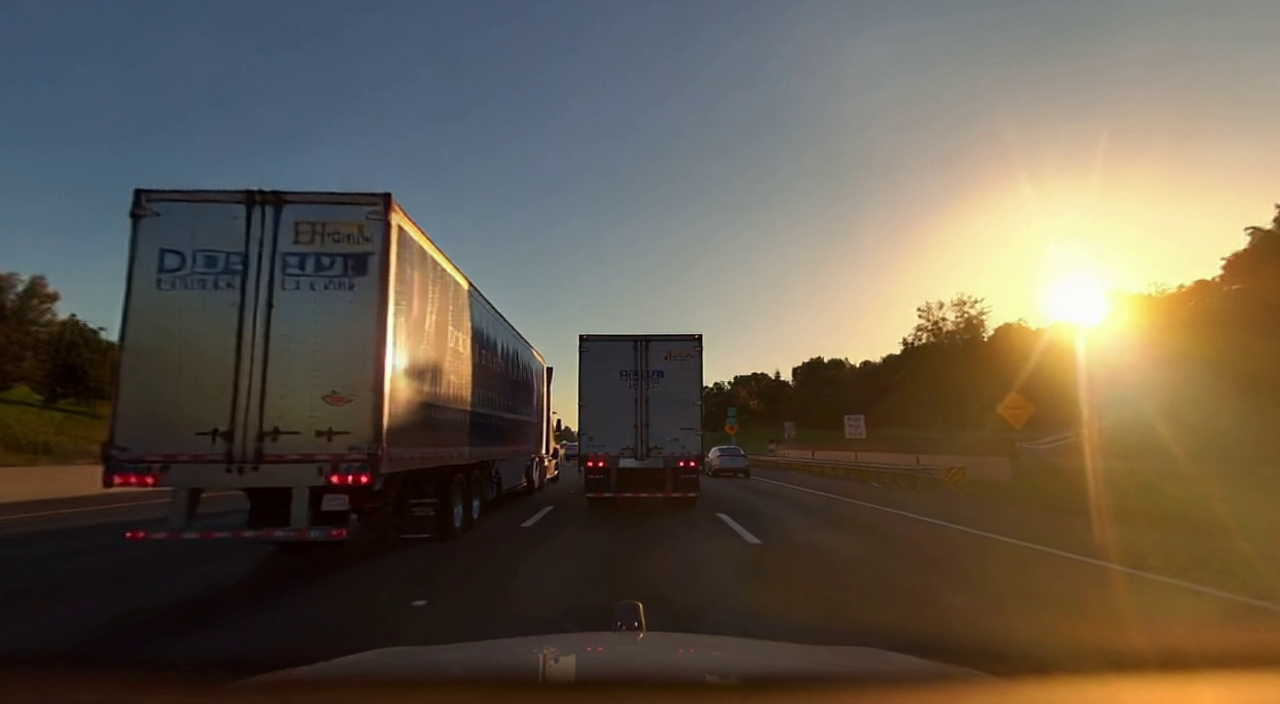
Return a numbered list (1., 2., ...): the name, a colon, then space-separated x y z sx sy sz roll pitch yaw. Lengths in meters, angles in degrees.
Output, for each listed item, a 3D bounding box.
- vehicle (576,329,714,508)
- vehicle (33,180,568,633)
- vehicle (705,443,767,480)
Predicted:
1. vehicle: 0.055 2.112 18.434 2.910 3.828 9.805 0 -9 -1
2. vehicle: -3.855 1.572 13.643 2.873 4.107 15.970 0 -9 -1
3. vehicle: 4.123 4.760 27.793 2.010 1.446 4.579 0 -9 0
